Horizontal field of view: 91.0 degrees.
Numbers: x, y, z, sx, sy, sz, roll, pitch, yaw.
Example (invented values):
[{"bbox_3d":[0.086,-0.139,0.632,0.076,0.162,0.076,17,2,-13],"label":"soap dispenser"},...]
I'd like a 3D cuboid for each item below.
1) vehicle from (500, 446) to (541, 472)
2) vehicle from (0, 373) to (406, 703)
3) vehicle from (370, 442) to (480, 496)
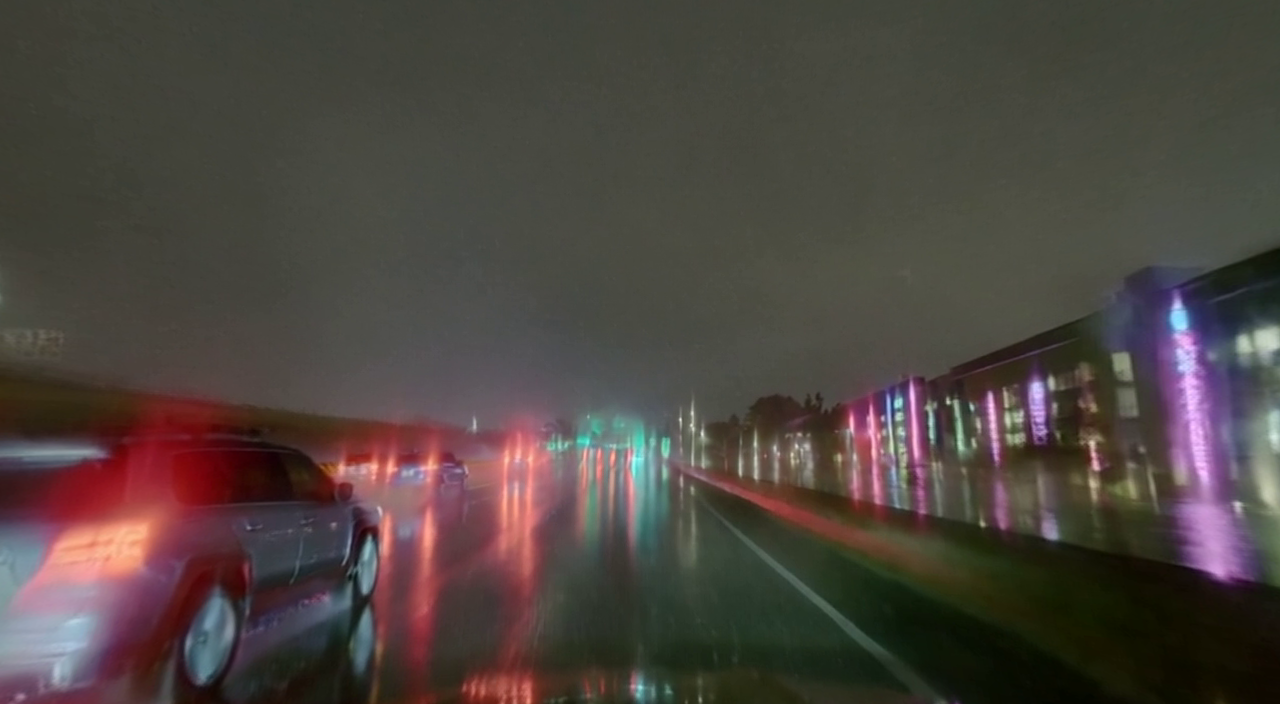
[{"bbox_3d":[-8.404,7.561,44.651,2.065,1.689,4.399,0,-9,-1],"label":"vehicle"},{"bbox_3d":[-3.670,1.261,4.635,2.036,1.717,4.592,0,-9,1],"label":"vehicle"},{"bbox_3d":[-7.169,3.925,21.565,2.075,1.642,4.638,0,-9,1],"label":"vehicle"}]
